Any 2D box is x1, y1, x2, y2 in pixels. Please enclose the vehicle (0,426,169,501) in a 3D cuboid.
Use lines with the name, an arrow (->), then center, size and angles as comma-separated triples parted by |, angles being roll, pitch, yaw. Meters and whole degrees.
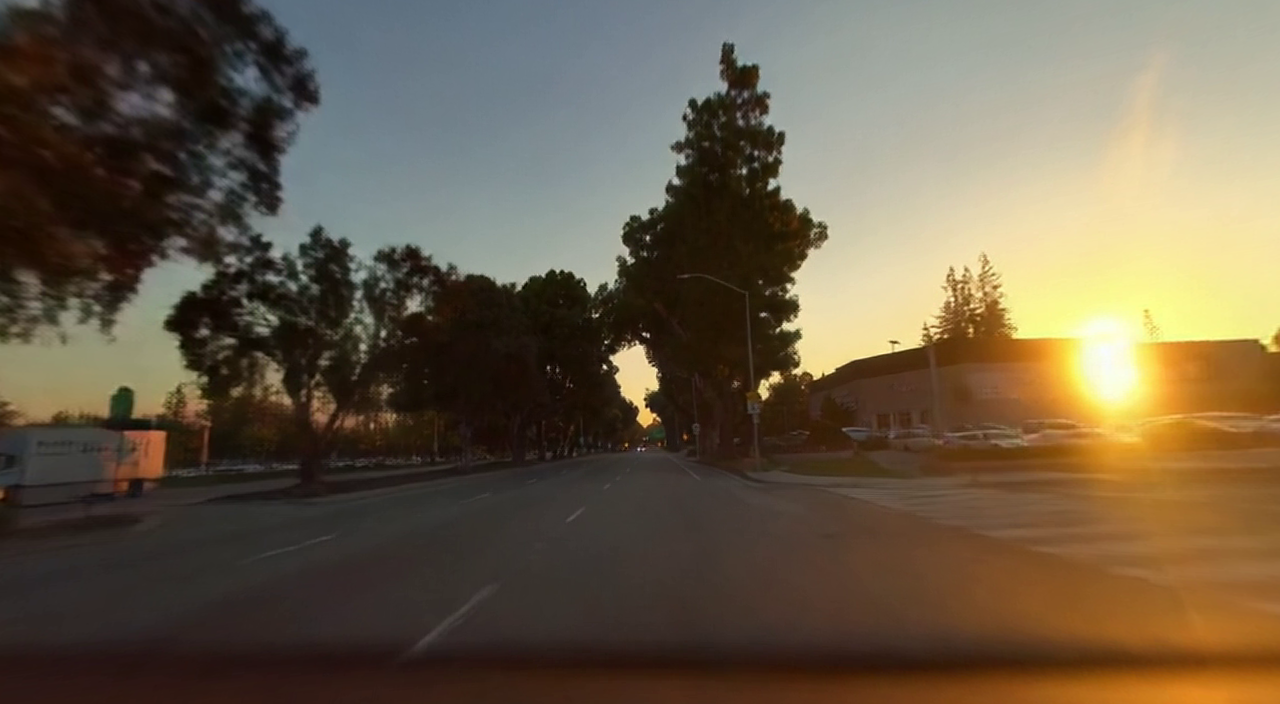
vehicle -> -34.679, 6.601, 38.076 | 2.955, 3.868, 11.255 | -1, -8, 5
